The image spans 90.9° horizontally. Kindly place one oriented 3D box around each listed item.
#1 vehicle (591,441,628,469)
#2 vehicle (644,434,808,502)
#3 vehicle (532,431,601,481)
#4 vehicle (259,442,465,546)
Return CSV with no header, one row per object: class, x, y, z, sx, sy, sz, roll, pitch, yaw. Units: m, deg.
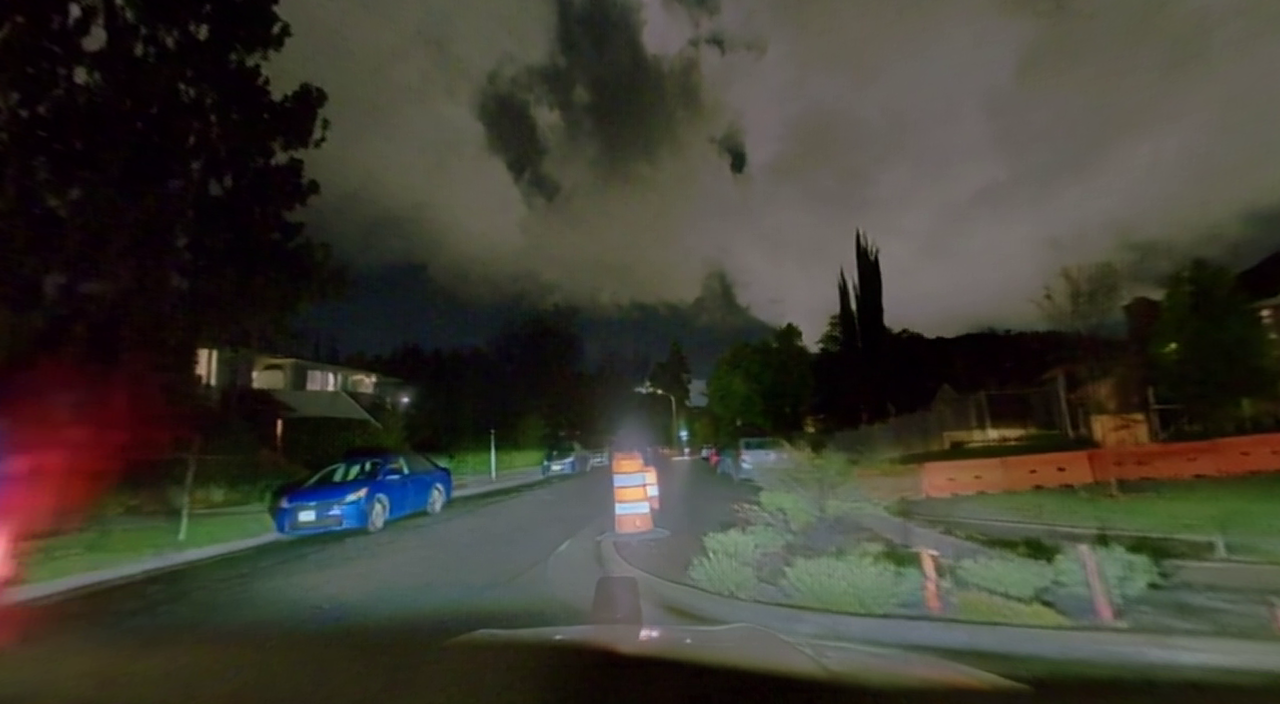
vehicle,-1.894,6.521,40.305,1.765,1.493,4.130,2,-6,6
vehicle,2.226,2.798,15.747,4.070,1.436,1.827,6,-10,-42
vehicle,-3.338,4.787,29.601,2.042,1.937,4.960,2,-6,7
vehicle,-5.291,2.694,12.731,1.899,1.524,4.082,2,-6,7
